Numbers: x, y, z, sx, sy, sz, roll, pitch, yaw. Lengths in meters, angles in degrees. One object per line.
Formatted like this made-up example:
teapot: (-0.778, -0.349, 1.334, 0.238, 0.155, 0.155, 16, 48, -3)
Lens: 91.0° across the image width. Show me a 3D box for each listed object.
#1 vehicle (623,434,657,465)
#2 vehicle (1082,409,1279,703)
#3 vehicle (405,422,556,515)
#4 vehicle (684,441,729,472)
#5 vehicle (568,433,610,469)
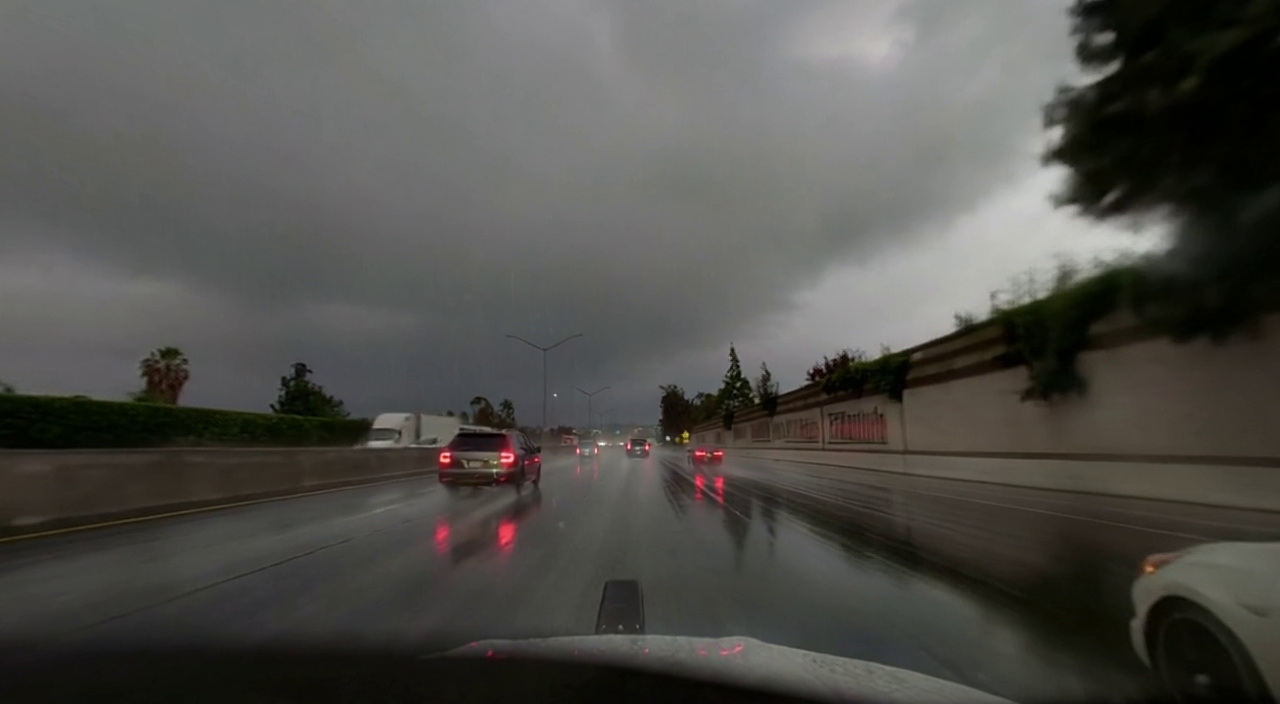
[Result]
vehicle: (0.043, 7.583, 48.977, 2.485, 2.215, 5.199, 0, -9, 0)
vehicle: (3.501, 0.834, 1.234, 1.916, 1.566, 4.611, 0, -9, 0)
vehicle: (-3.532, 2.719, 15.296, 2.184, 1.819, 5.441, 0, -9, 1)
vehicle: (3.969, 6.311, 38.325, 2.224, 1.752, 4.487, 0, -9, 0)
vehicle: (-3.315, 6.522, 41.716, 2.378, 2.214, 4.352, 0, -9, 0)
